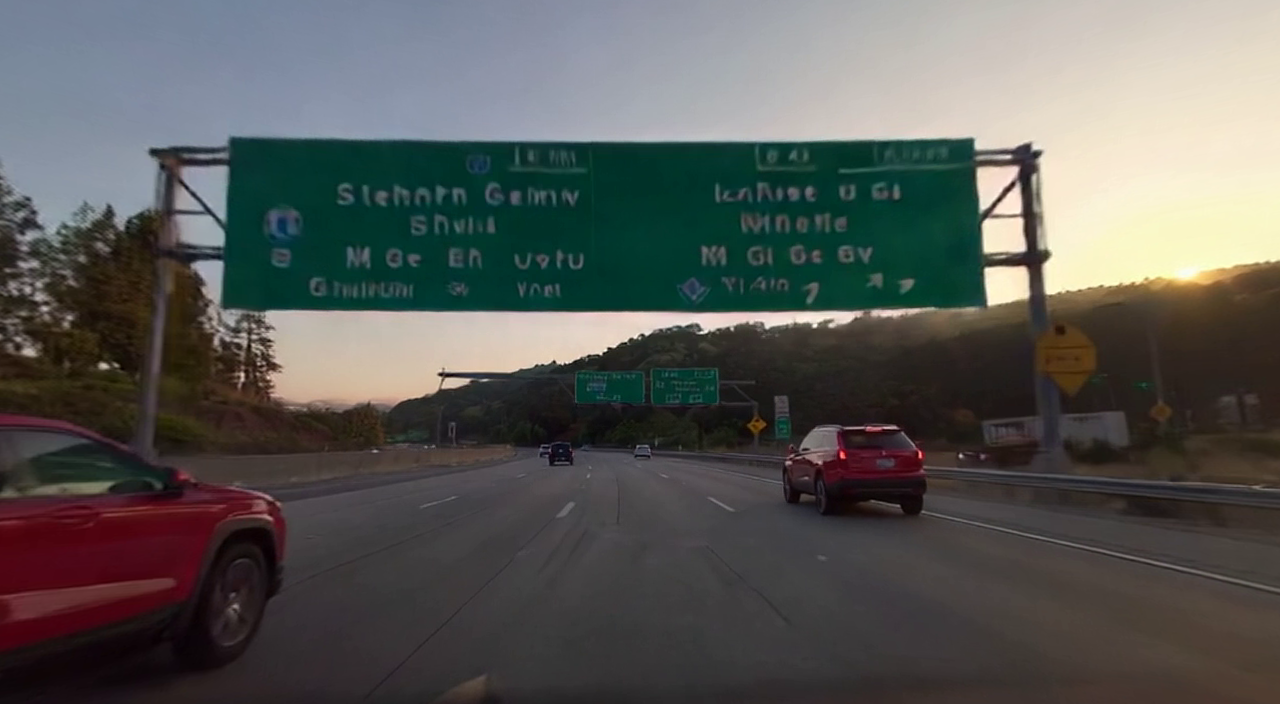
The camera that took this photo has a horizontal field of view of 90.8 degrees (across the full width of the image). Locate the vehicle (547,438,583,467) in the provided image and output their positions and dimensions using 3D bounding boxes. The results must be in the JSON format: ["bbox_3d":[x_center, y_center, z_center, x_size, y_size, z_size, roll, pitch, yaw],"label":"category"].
[{"bbox_3d":[-5.826,7.909,49.721,2.537,2.121,5.251,1,-9,-4],"label":"vehicle"}]

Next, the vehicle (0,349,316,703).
[{"bbox_3d":[-3.738,0.908,2.753,2.213,1.766,4.598,0,-9,0],"label":"vehicle"}]

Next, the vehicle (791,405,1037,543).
[{"bbox_3d":[4.423,2.074,11.322,2.103,1.903,4.837,0,-9,-1],"label":"vehicle"}]
